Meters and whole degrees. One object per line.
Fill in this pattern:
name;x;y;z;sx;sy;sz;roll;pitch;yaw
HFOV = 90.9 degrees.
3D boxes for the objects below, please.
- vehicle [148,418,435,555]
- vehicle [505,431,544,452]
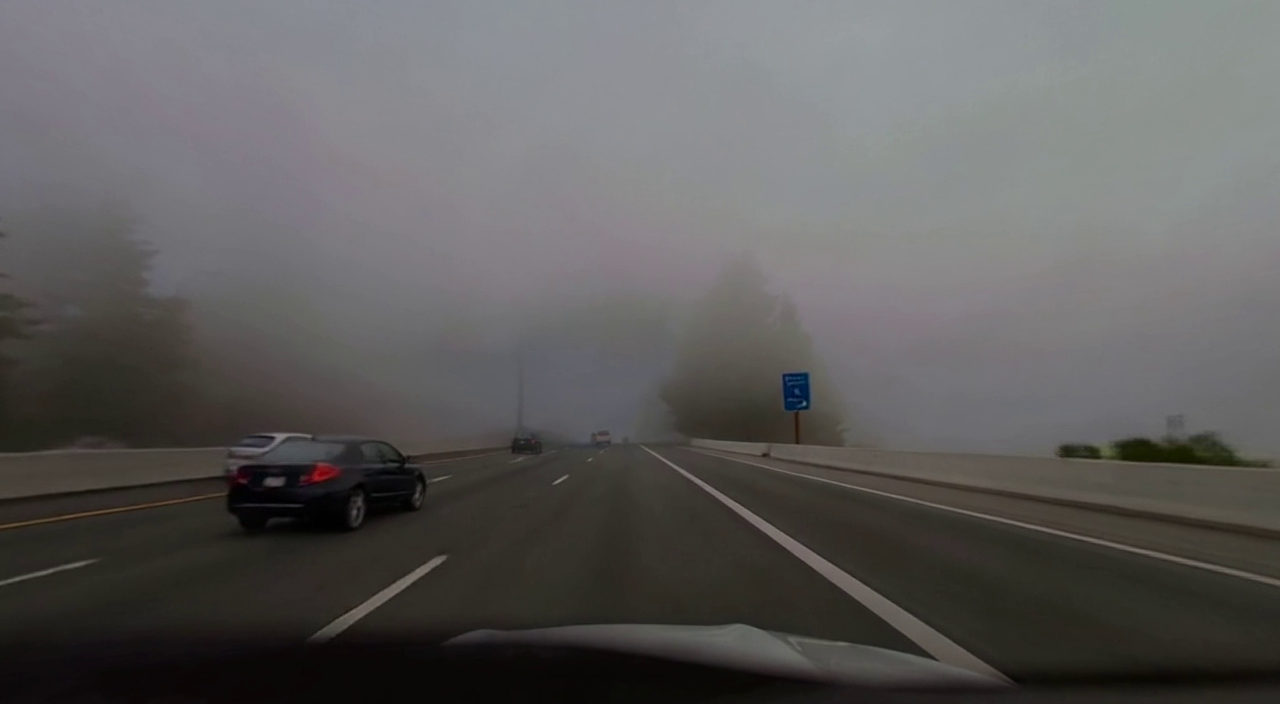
vehicle;-4.458;1.725;8.851;1.912;1.495;3.703;0;-7;0
vehicle;-9.004;7.044;49.628;2.092;1.574;5.251;0;-7;0
